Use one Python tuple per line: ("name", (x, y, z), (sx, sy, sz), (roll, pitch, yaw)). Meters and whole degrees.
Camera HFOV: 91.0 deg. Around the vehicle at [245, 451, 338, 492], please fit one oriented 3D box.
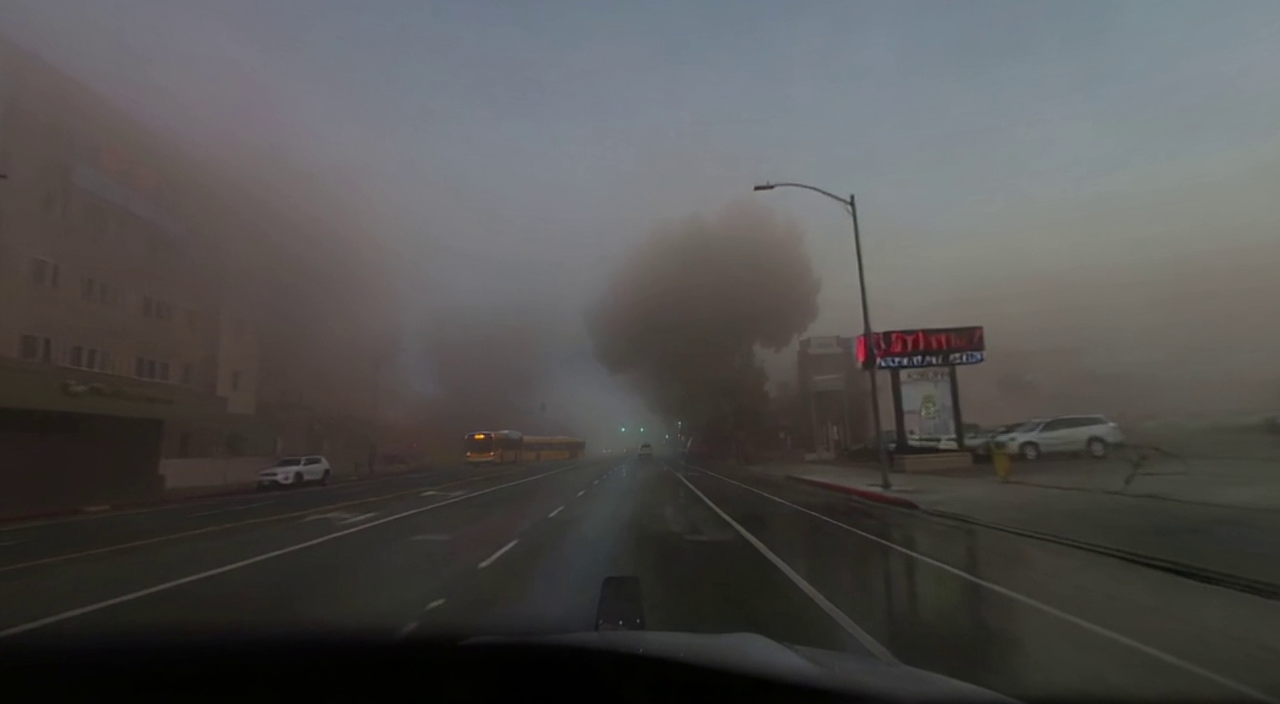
("vehicle", (-17.239, 5.908, 31.465), (1.896, 1.844, 4.620), (0, -9, 1))
